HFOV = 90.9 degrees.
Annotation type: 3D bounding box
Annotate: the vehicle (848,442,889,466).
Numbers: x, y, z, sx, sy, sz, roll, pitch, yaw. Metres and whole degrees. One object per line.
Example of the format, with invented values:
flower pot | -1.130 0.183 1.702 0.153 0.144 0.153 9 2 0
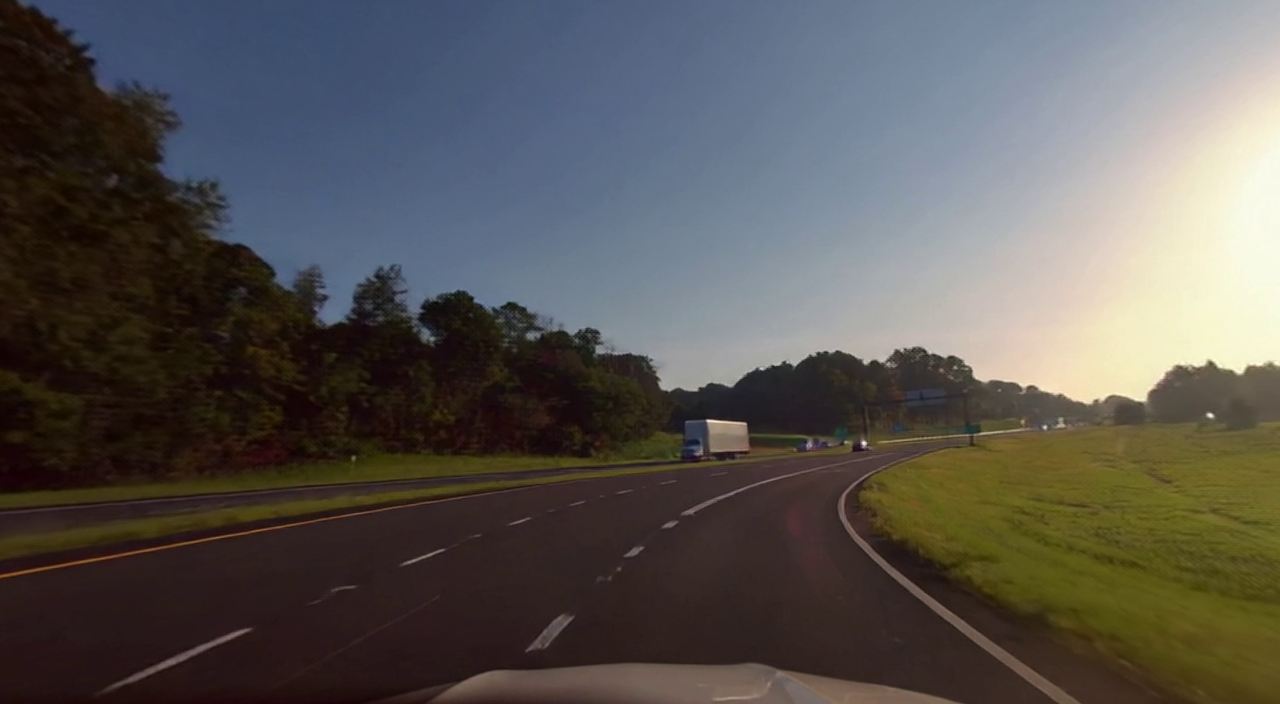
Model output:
vehicle | 14.931 6.627 41.029 1.807 1.427 3.645 -5 -10 30
